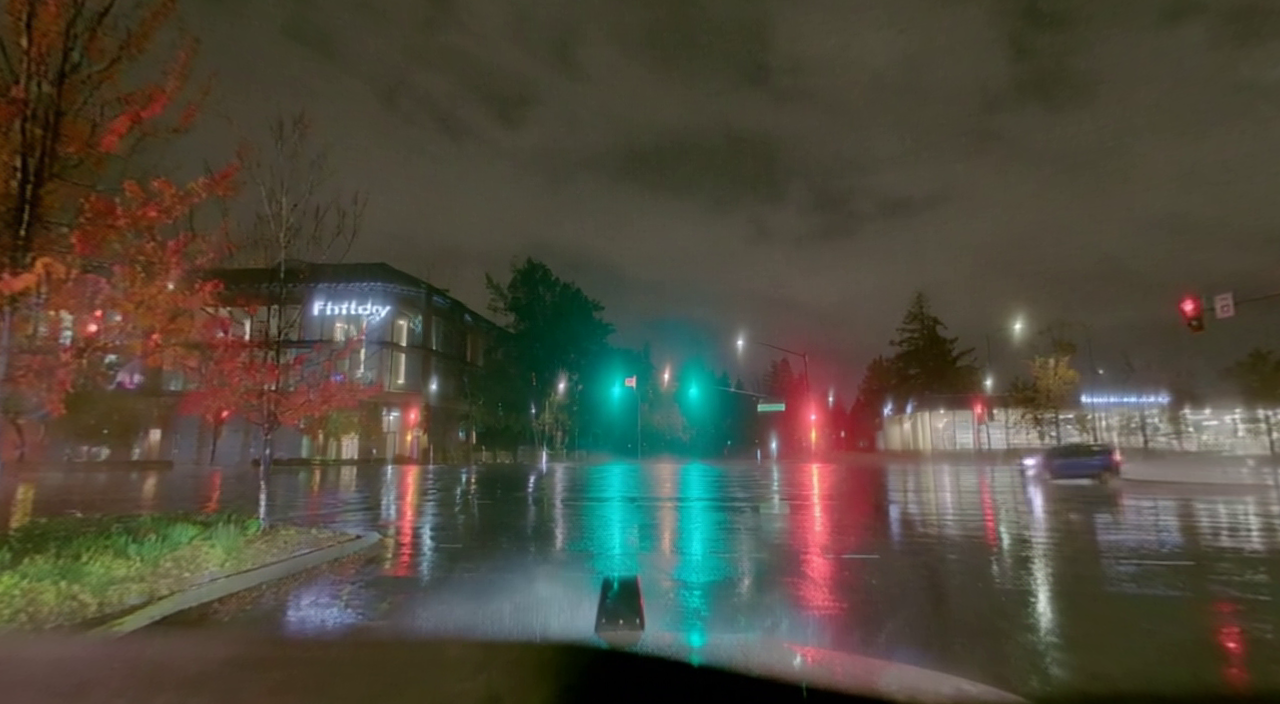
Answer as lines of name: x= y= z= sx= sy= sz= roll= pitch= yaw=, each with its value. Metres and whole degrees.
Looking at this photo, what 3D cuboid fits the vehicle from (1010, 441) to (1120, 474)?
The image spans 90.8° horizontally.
vehicle: x=23.513 y=5.843 z=35.066 sx=4.639 sy=1.699 sz=2.030 roll=0 pitch=-9 yaw=-3
